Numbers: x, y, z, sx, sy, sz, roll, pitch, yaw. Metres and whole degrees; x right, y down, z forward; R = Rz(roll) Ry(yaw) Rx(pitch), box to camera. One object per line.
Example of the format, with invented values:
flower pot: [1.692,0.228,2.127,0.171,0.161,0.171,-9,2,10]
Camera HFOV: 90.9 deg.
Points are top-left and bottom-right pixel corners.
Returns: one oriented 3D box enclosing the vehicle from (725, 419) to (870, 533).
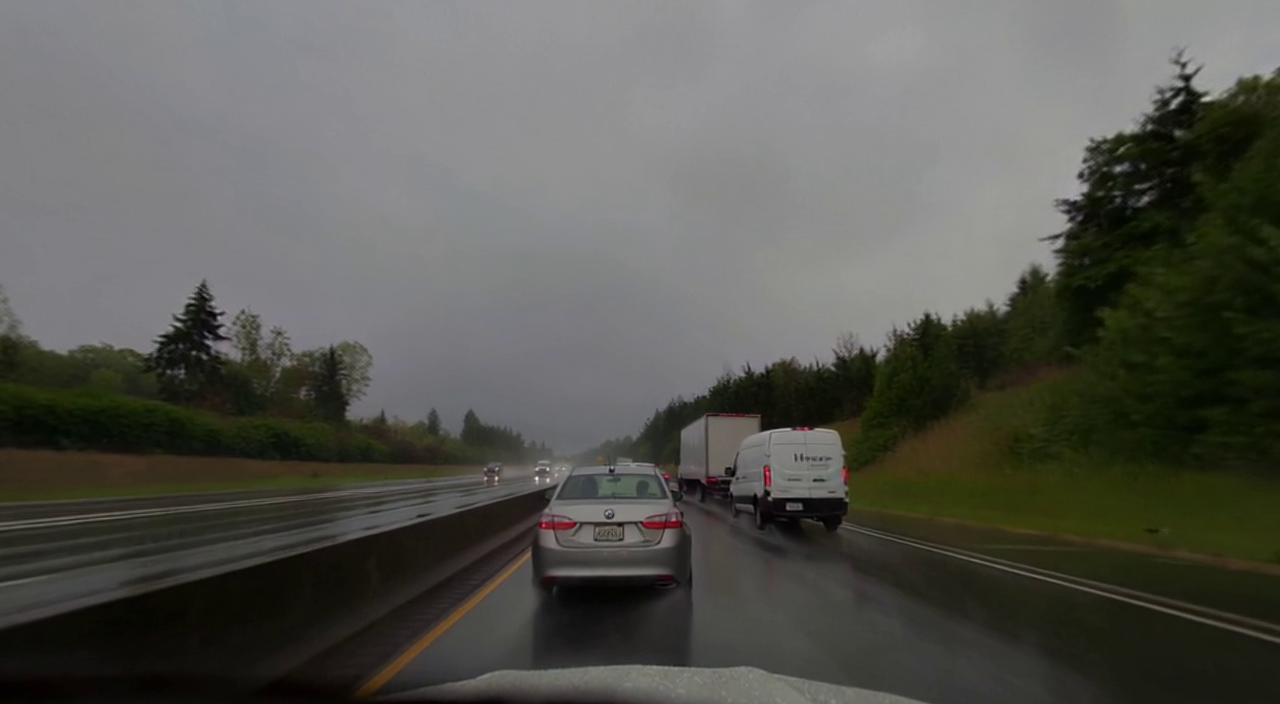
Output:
vehicle: [3.934,3.310,17.017,2.328,2.537,5.290,1,-11,-2]

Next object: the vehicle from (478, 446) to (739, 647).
vehicle: [-0.264,1.813,6.596,1.980,1.493,3.410,1,-11,-1]
